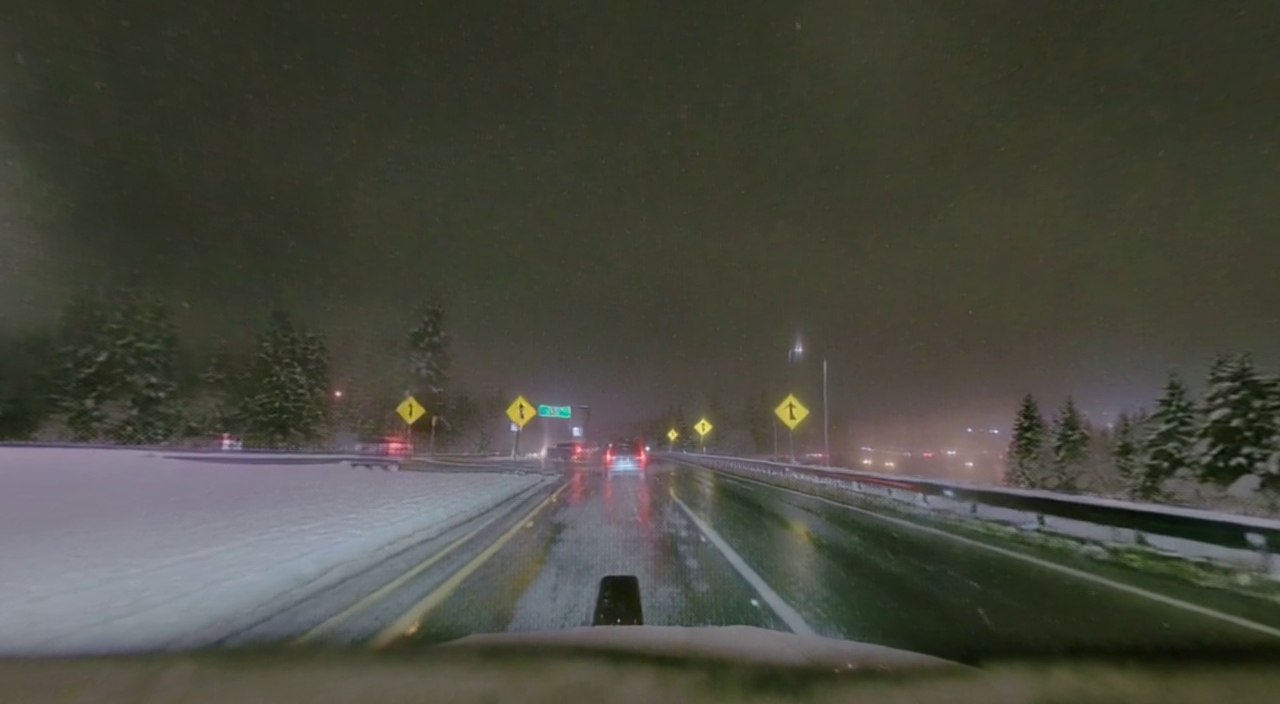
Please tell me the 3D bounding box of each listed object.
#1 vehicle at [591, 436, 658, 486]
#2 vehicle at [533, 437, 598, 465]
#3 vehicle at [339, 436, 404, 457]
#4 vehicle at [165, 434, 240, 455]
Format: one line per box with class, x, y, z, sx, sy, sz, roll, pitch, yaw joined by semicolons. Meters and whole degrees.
vehicle;-0.529;3.612;20.943;2.006;1.486;3.950;0;-9;-2
vehicle;-4.467;5.838;36.918;2.018;1.505;4.278;6;-11;-34
vehicle;-19.728;6.979;46.067;3.904;1.482;1.834;-1;-9;7
vehicle;-32.029;6.780;45.977;4.005;1.472;1.807;1;-9;-4
